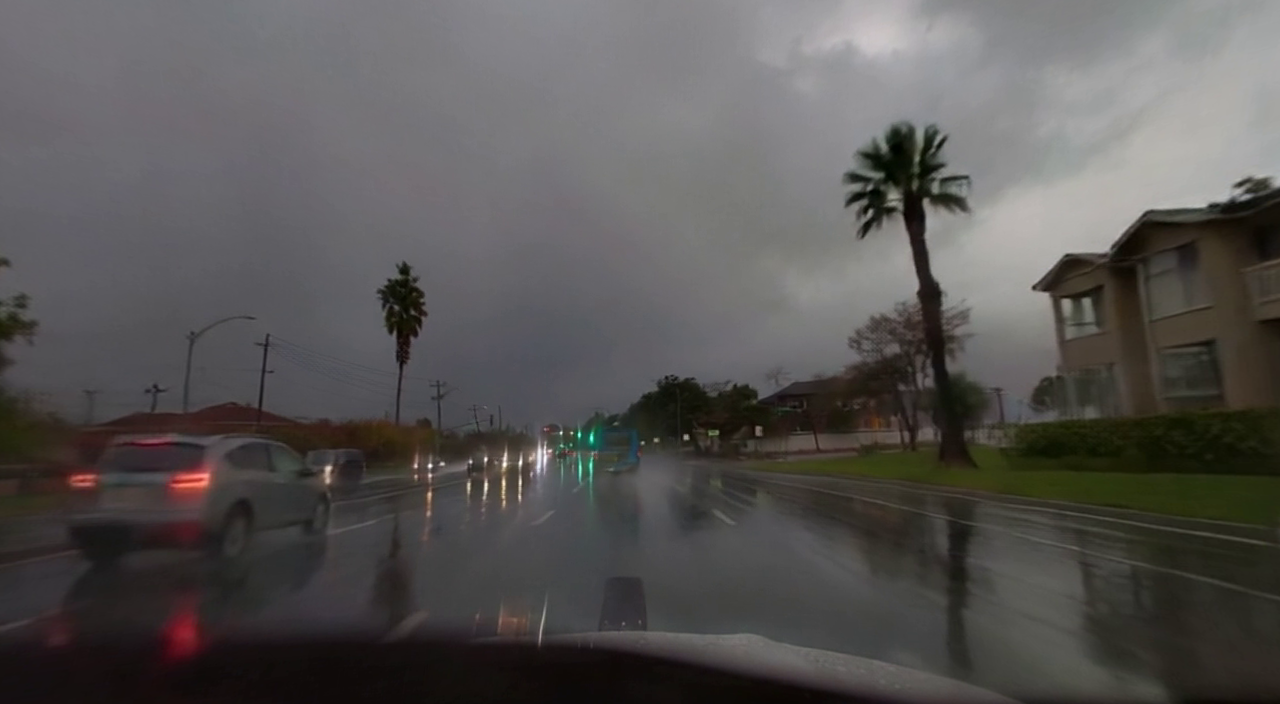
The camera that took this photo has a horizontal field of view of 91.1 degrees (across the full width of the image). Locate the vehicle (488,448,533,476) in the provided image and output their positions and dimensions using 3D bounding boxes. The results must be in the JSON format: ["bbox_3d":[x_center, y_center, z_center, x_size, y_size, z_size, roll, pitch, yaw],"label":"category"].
[{"bbox_3d":[-7.827,6.673,38.224,2.016,1.576,4.215,0,-9,-3],"label":"vehicle"}]

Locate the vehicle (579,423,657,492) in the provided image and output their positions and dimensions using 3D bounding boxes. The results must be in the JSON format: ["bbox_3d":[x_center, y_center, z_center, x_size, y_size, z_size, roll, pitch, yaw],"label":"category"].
[{"bbox_3d":[-0.971,3.835,23.152,2.507,2.161,6.049,1,-9,-5],"label":"vehicle"}]

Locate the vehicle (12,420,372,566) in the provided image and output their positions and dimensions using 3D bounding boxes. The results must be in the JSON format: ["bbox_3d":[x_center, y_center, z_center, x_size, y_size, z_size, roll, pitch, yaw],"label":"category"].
[{"bbox_3d":[-6.247,2.003,9.736,2.235,1.682,4.662,0,-9,-2],"label":"vehicle"}]
